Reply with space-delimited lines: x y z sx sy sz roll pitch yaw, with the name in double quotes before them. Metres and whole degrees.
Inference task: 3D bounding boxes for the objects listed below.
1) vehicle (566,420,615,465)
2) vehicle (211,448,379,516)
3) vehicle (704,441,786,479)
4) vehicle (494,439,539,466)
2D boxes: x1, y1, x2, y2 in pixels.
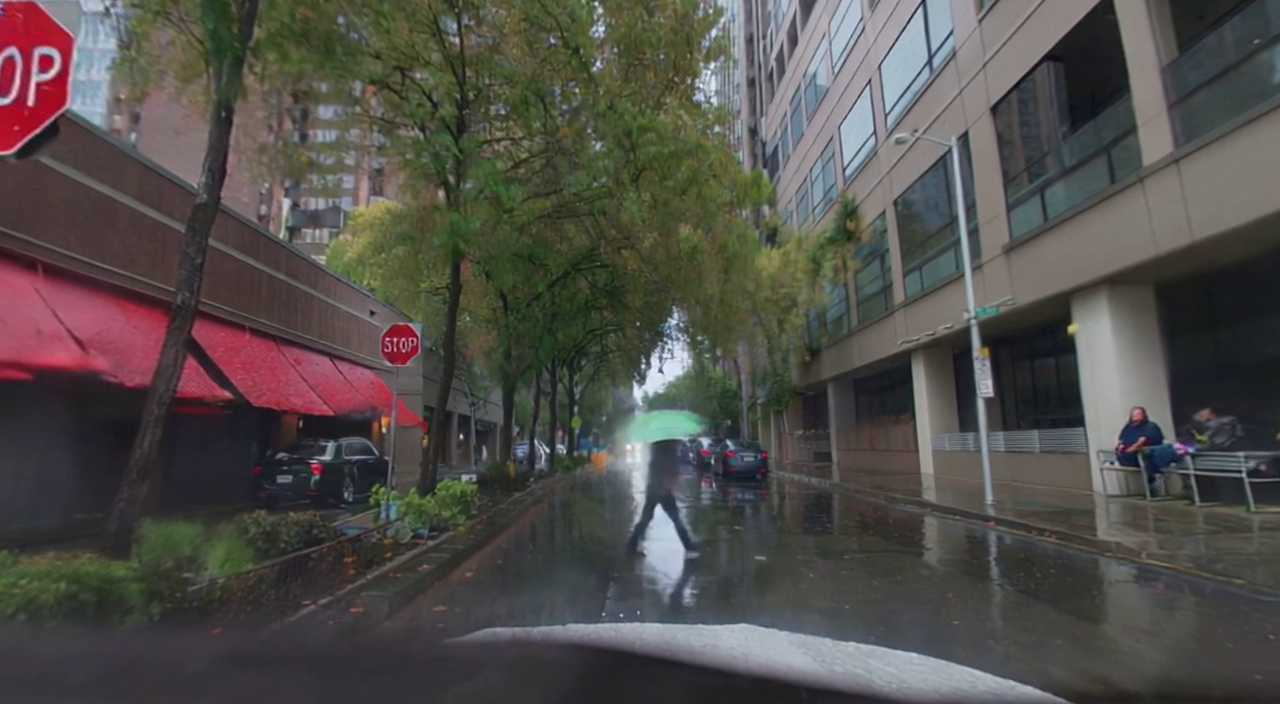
"vehicle" -3.001 5.766 40.216 2.317 2.596 6.053 0 -8 3
"vehicle" -8.794 3.307 16.650 2.007 1.503 4.343 0 -8 -1
"vehicle" 4.586 4.567 27.101 1.858 1.491 4.329 -5 -10 33
"vehicle" -8.847 7.264 45.733 2.256 1.802 4.333 0 -8 2
